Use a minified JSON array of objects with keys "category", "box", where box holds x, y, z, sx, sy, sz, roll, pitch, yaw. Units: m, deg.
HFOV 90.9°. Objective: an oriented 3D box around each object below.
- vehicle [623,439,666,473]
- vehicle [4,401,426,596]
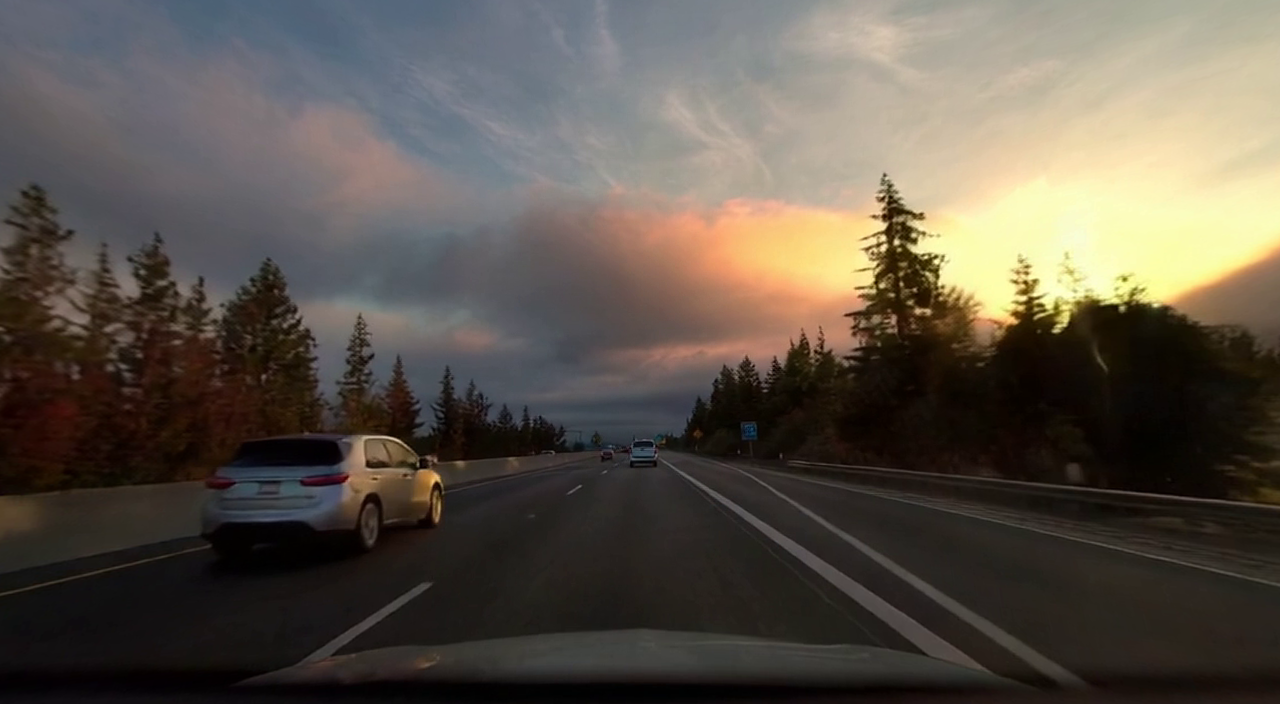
[{"category":"vehicle","box":[0.222,5.640,34.217,2.172,1.687,3.929,0,-9,0]},{"category":"vehicle","box":[-4.498,1.627,7.818,2.078,1.696,4.437,0,-9,1]}]
